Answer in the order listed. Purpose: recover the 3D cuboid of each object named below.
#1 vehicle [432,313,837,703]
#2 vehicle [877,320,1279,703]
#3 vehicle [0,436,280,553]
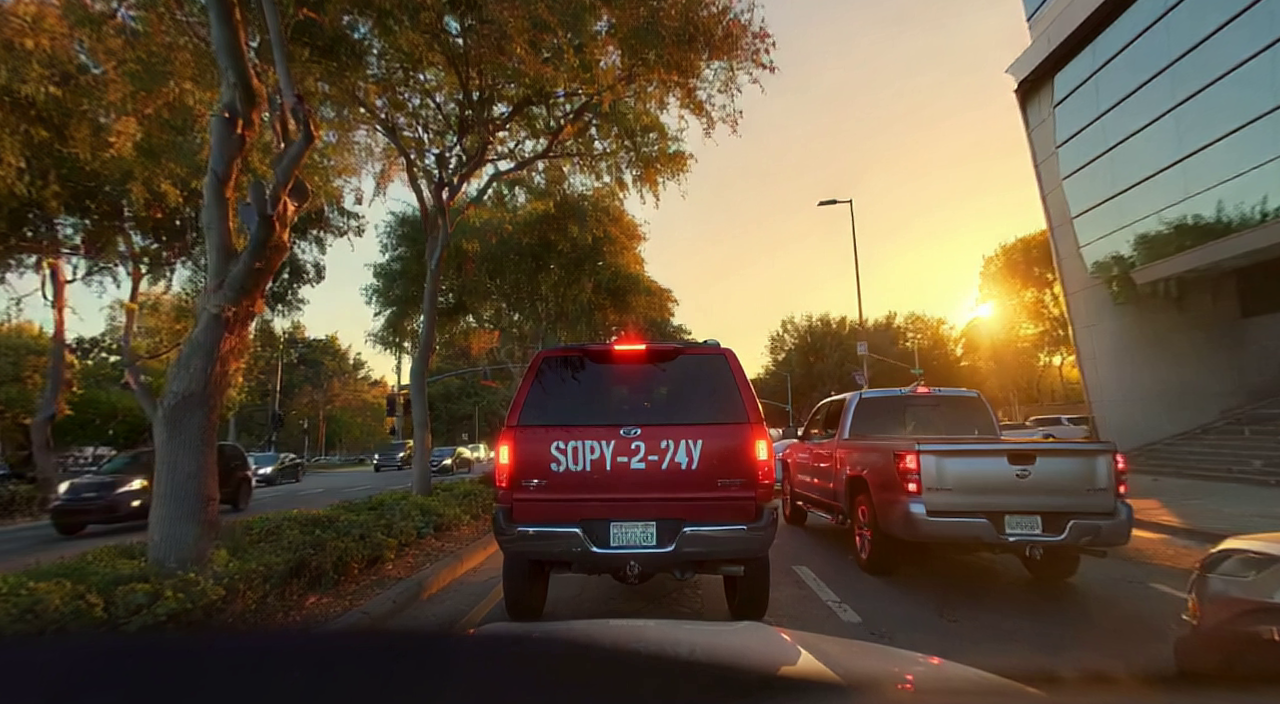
[{"bbox_3d":[0.025,1.264,5.832,2.267,2.372,4.366,0,-8,2],"label":"vehicle"},{"bbox_3d":[3.086,0.985,3.470,2.022,1.700,4.410,0,-8,3],"label":"vehicle"},{"bbox_3d":[-11.591,3.250,15.469,2.362,2.052,6.109,-4,-8,-4],"label":"vehicle"}]
